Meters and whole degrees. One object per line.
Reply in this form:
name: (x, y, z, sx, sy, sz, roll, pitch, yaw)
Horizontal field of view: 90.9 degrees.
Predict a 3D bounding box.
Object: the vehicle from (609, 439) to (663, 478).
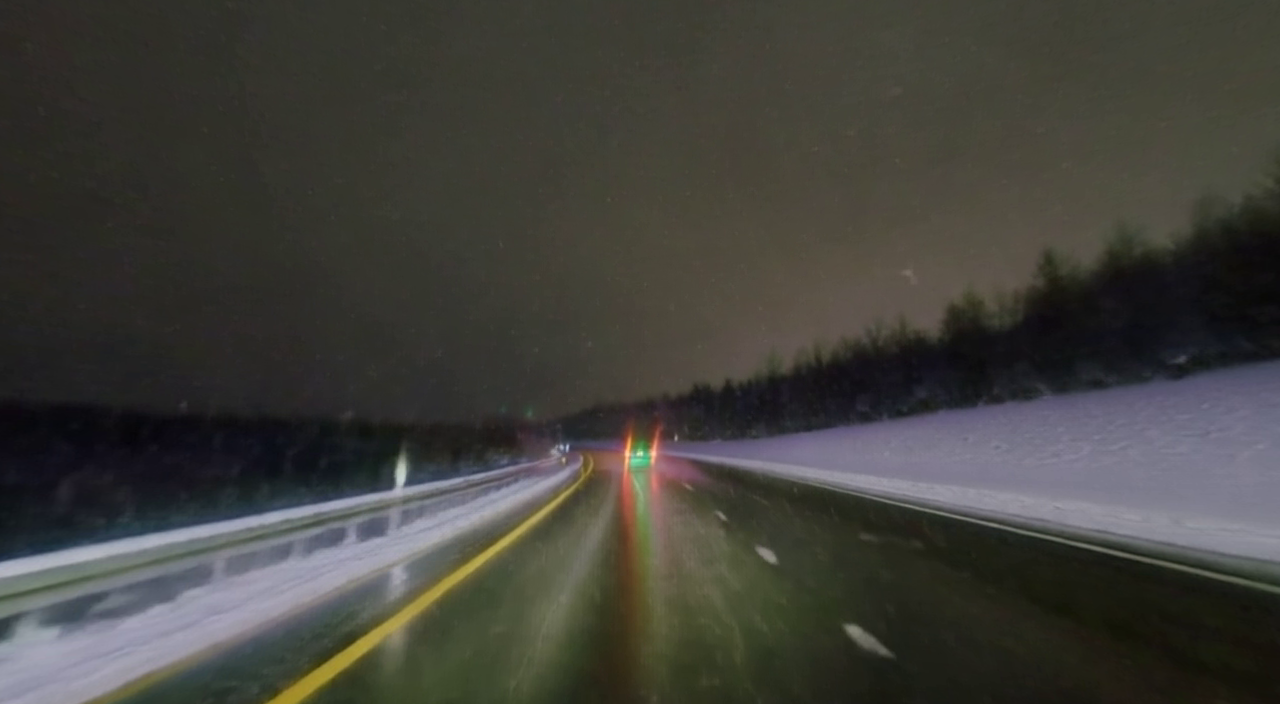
vehicle: (-0.273, 4.393, 26.278, 2.029, 1.474, 4.183, 0, -8, -3)
